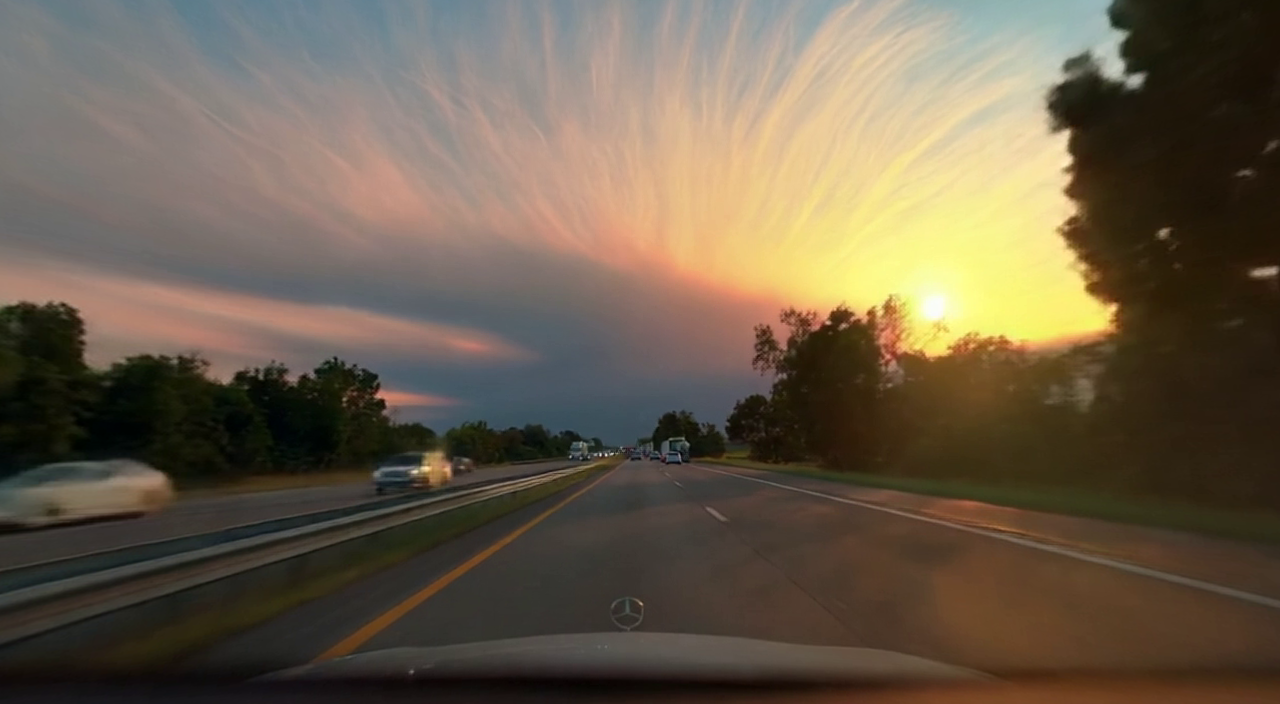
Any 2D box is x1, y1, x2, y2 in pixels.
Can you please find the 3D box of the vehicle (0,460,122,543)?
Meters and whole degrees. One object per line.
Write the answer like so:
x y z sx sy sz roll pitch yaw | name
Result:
-13.006 2.879 12.183 1.988 1.501 4.676 0 -9 0 | vehicle

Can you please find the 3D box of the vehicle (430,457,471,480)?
-13.312 8.148 44.405 1.720 1.497 3.857 0 -9 0 | vehicle

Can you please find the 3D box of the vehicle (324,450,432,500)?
-9.264 4.358 22.756 1.949 1.626 4.479 0 -9 0 | vehicle
